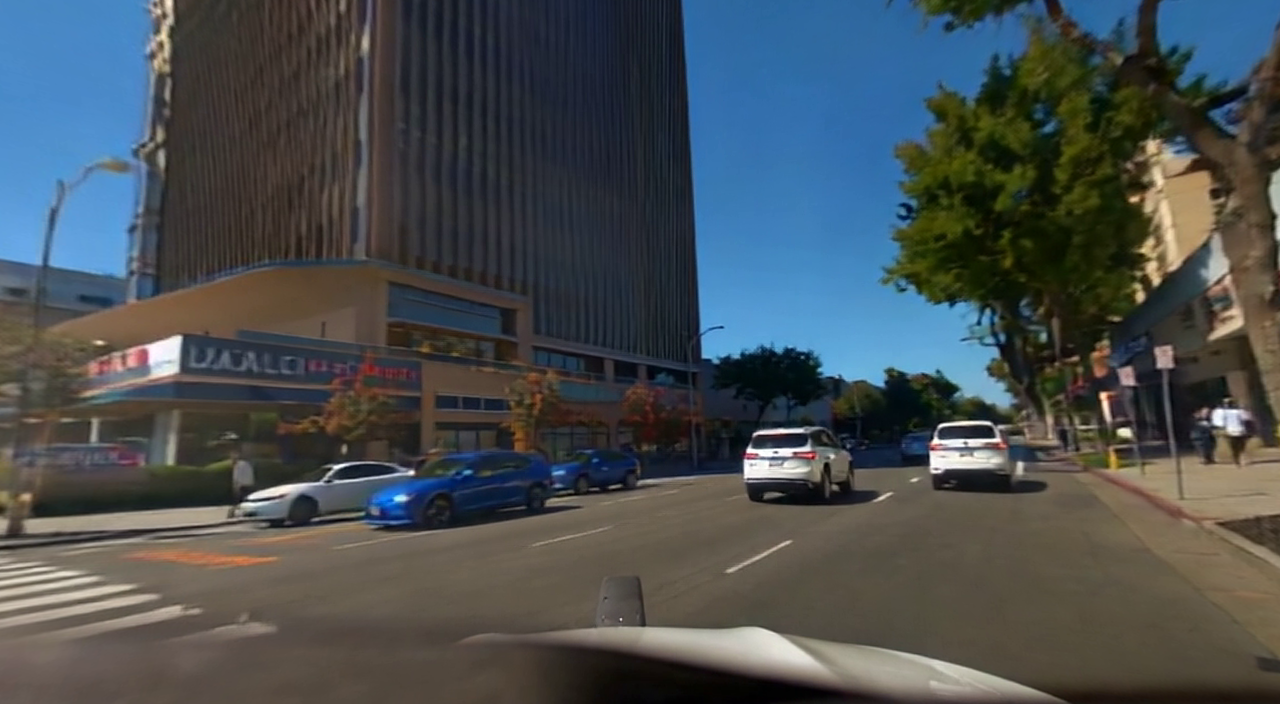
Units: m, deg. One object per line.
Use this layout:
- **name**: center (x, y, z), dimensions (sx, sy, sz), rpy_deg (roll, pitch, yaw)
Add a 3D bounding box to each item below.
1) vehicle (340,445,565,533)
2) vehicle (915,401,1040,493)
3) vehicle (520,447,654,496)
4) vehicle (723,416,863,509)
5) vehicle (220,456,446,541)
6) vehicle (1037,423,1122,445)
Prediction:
- **vehicle**: center (-3.680, 2.742, 13.377), dimensions (1.857, 1.507, 4.504), rpy_deg (-5, -10, 29)
- **vehicle**: center (8.620, 2.434, 16.220), dimensions (2.352, 1.953, 4.796), rpy_deg (-5, -10, 28)
- **vehicle**: center (-1.720, 4.208, 22.812), dimensions (2.103, 1.514, 5.374), rpy_deg (-5, -10, 30)
- **vehicle**: center (3.537, 2.391, 14.033), dimensions (2.023, 1.702, 4.152), rpy_deg (-4, -10, 27)
- **vehicle**: center (-6.607, 3.121, 14.095), dimensions (1.989, 1.508, 4.021), rpy_deg (-5, -10, 29)
- **vehicle**: center (30.644, 5.750, 44.210), dimensions (4.426, 1.490, 1.862), rpy_deg (-3, -9, 17)
